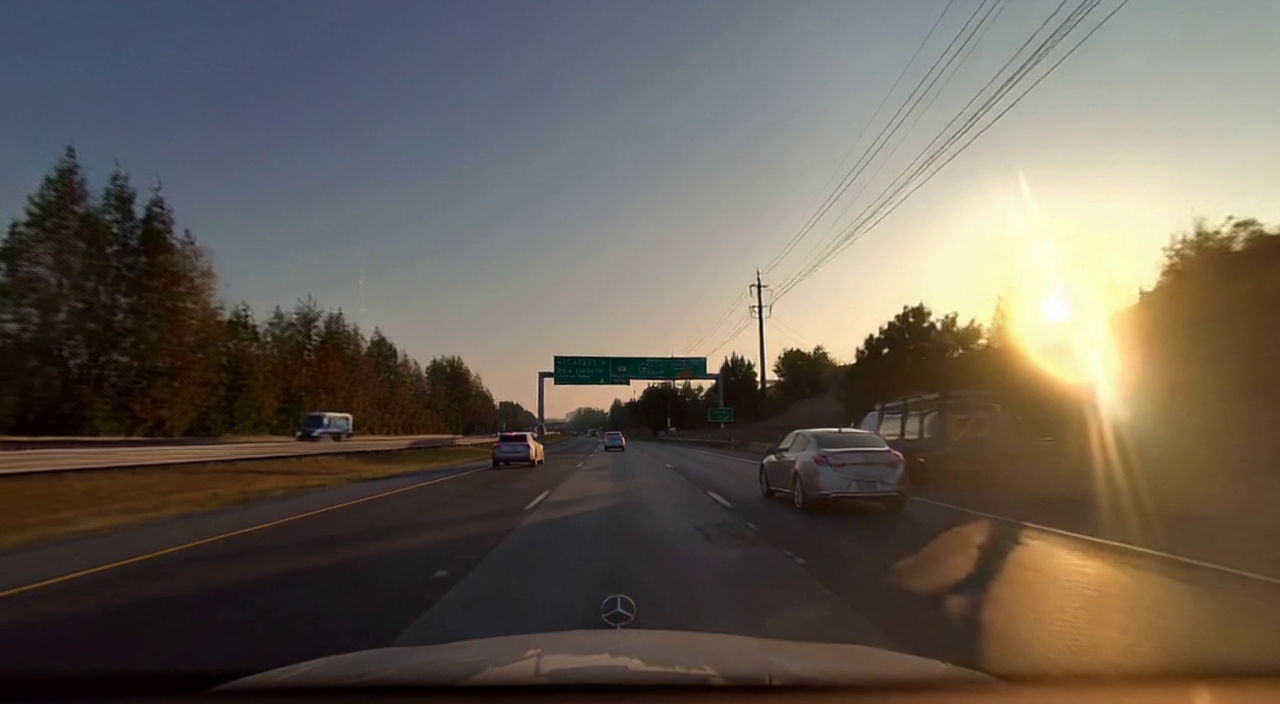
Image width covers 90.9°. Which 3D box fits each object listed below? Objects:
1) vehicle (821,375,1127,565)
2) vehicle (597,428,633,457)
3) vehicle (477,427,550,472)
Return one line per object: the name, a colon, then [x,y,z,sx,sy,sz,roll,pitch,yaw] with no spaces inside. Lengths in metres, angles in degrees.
vehicle: [3.887,1.401,8.103,1.976,1.905,3.263,0,-7,-3]
vehicle: [-1.591,5.723,40.023,2.159,1.690,3.720,0,-7,-3]
vehicle: [-4.818,3.754,24.578,2.100,1.590,4.077,0,-7,-1]
